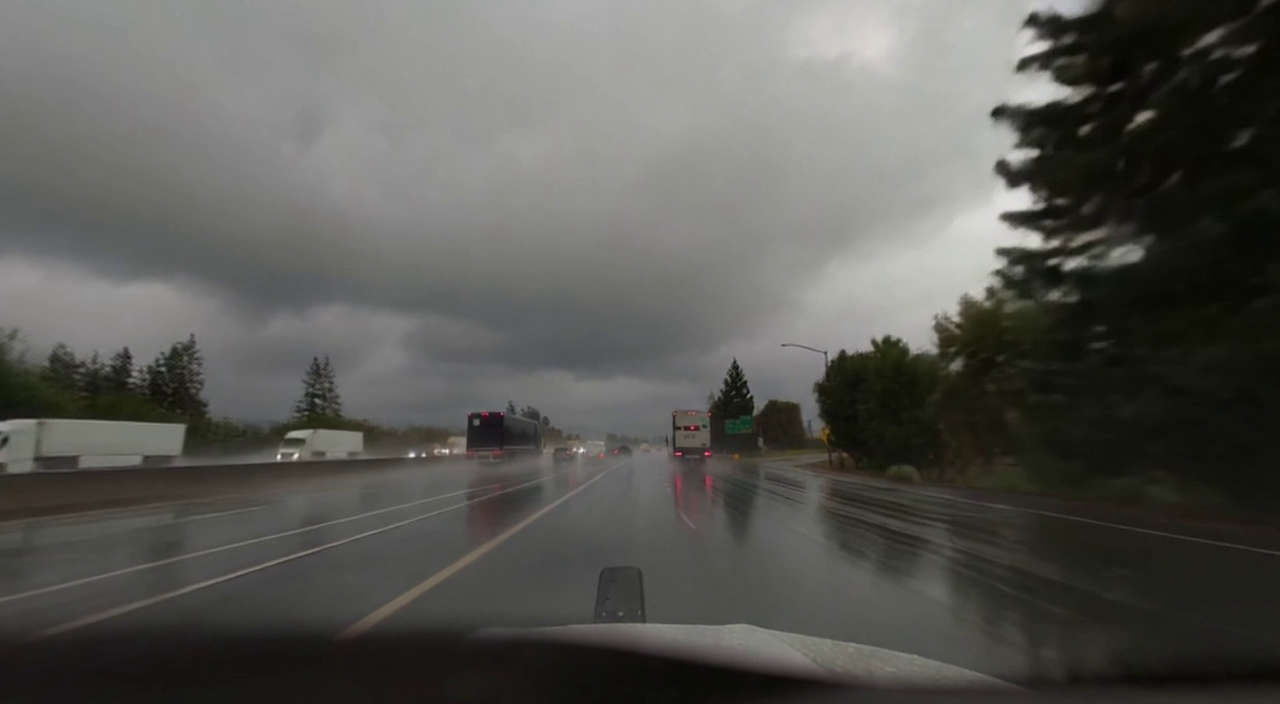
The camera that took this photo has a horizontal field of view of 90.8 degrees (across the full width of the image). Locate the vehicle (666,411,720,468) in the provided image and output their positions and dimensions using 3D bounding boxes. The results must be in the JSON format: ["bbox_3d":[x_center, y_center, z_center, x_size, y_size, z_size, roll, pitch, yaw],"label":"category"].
[{"bbox_3d":[3.677,6.634,47.259,2.928,3.595,13.975,0,-9,0],"label":"vehicle"}]

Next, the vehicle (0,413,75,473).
[{"bbox_3d":[-43.404,6.298,43.481,2.885,3.858,6.032,-1,-9,3],"label":"vehicle"}]
